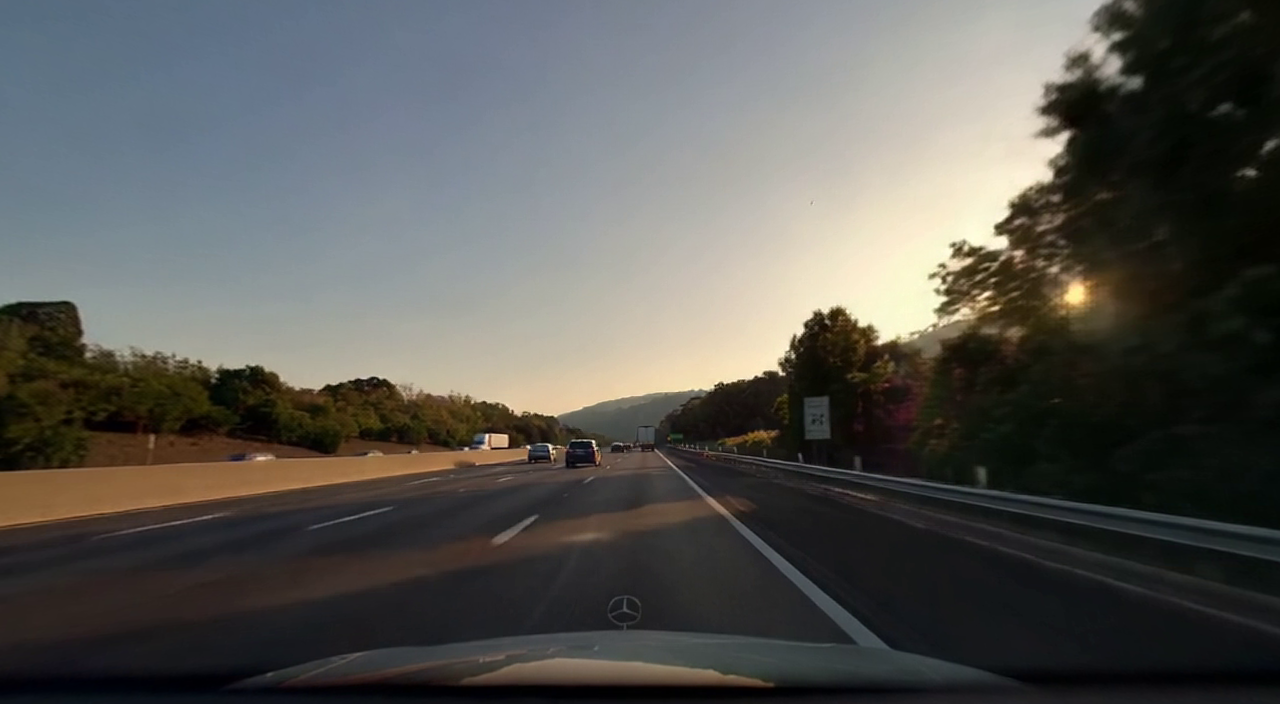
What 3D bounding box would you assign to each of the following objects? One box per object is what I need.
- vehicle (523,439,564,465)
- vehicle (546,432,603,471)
[{"bbox_3d":[-6.586,6.854,43.481,2.062,1.691,4.278,0,-8,0],"label":"vehicle"},{"bbox_3d":[-3.249,5.104,32.463,2.283,1.802,4.810,0,-8,1],"label":"vehicle"}]
